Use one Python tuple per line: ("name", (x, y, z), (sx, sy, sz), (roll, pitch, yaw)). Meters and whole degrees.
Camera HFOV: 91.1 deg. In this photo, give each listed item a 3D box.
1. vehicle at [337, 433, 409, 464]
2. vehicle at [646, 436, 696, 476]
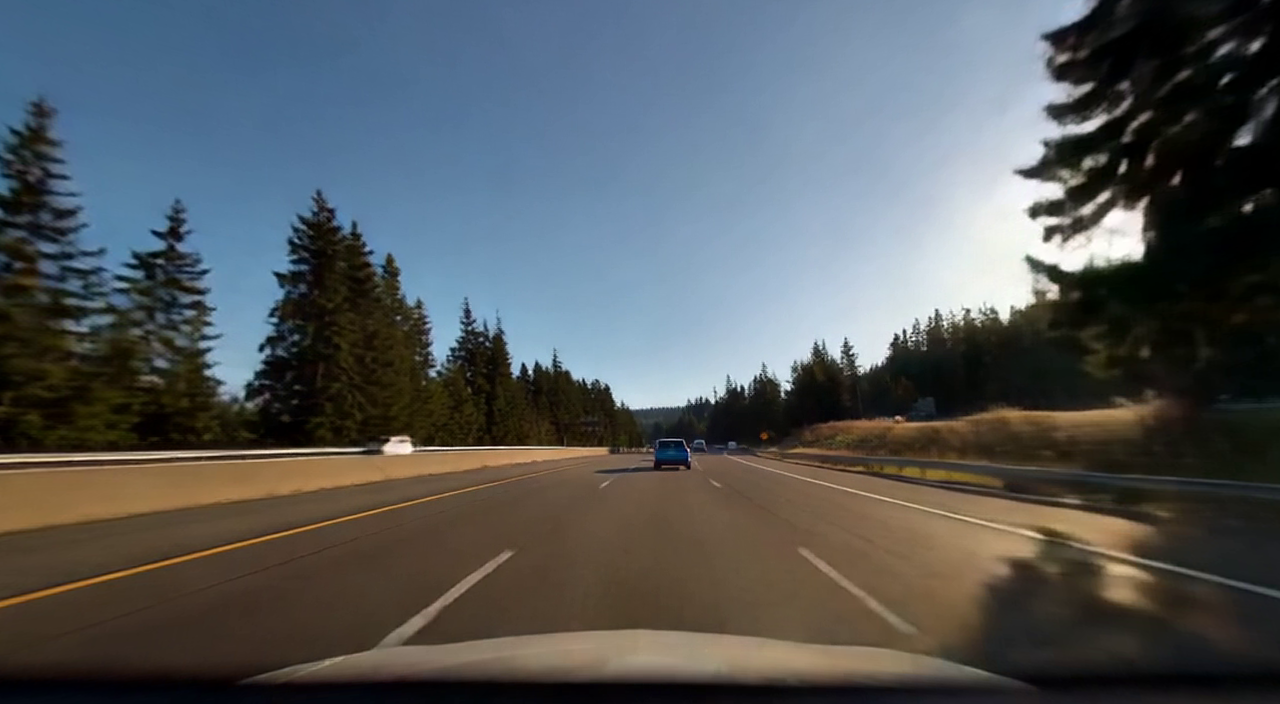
("vehicle", (-17.196, 6.254, 40.809), (2.311, 1.862, 4.848), (-1, -8, 3))
("vehicle", (1.419, 4.740, 28.906), (2.133, 1.686, 4.203), (-1, -8, 3))
